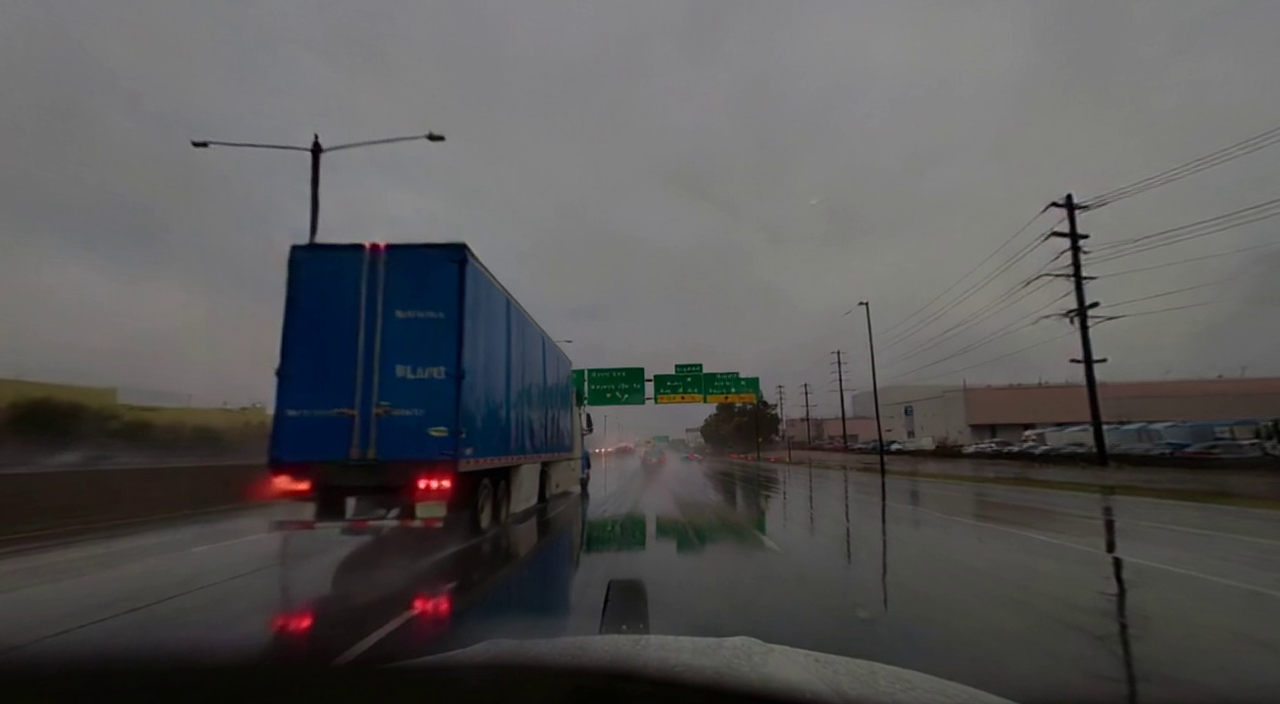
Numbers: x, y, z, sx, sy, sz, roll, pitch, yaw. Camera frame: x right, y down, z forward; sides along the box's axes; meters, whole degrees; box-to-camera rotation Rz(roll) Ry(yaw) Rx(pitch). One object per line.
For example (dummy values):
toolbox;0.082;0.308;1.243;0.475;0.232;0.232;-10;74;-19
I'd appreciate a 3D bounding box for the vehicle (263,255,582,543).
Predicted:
vehicle;-3.933;1.835;17.520;2.888;4.308;16.259;0;-8;1

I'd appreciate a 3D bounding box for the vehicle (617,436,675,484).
vehicle;0.229;4.565;26.898;2.279;1.837;4.747;0;-8;0
